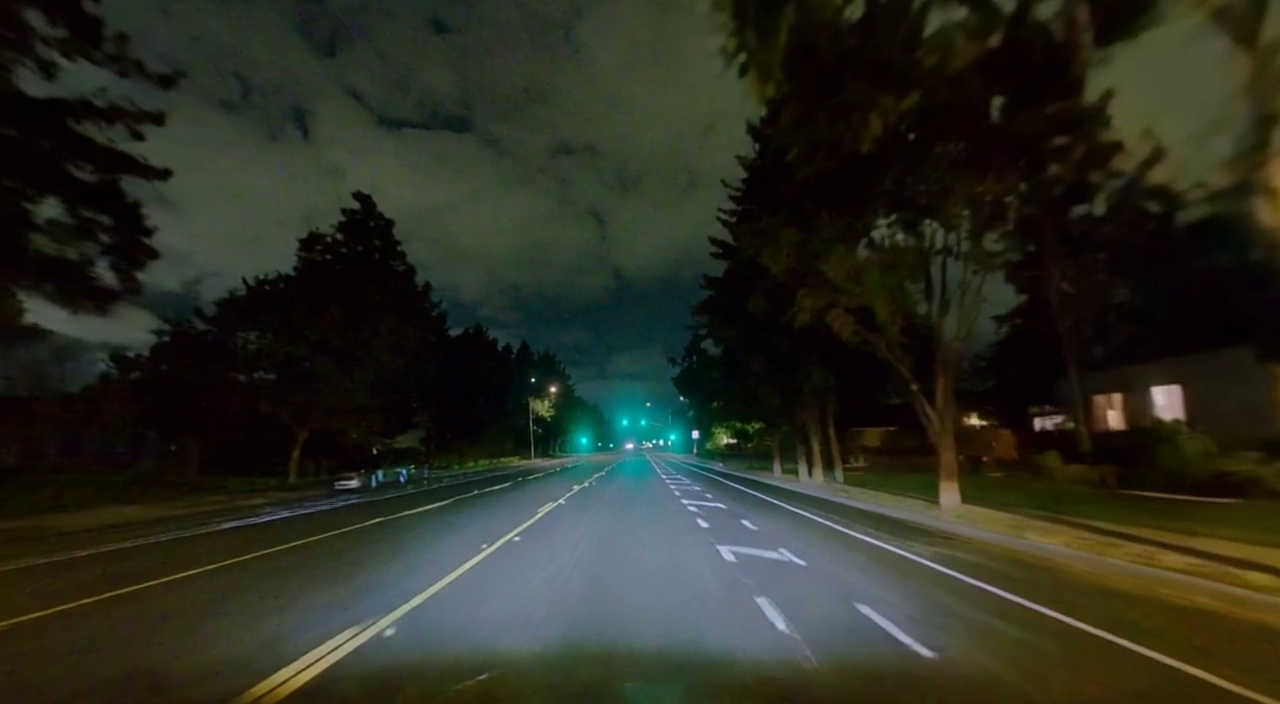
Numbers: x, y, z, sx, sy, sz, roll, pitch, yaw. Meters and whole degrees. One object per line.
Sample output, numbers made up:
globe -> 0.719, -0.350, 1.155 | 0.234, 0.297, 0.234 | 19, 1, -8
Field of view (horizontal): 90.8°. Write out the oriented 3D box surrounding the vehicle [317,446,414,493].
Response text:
vehicle -> -11.615, 5.002, 27.142 | 2.047, 1.710, 4.473 | -3, -9, 2
